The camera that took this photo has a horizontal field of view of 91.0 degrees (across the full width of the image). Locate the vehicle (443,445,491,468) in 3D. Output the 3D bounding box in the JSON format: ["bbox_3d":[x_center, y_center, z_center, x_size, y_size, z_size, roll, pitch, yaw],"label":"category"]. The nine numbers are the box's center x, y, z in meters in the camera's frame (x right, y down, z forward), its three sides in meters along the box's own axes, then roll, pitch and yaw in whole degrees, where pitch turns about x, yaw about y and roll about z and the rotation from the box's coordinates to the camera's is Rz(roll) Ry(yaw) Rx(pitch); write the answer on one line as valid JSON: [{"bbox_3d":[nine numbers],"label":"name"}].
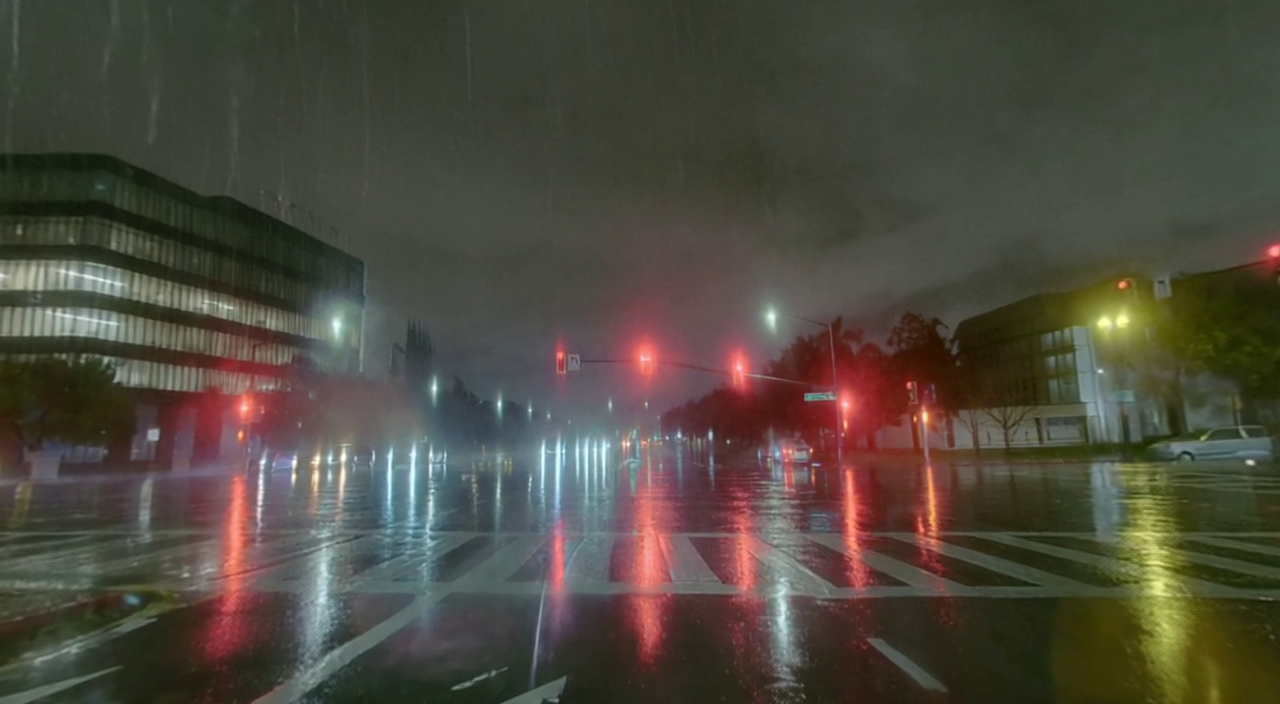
[{"bbox_3d":[-11.637,7.077,42.698,1.911,1.476,4.297,-1,-9,2],"label":"vehicle"}]

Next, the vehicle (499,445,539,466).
[{"bbox_3d":[-8.111,7.004,42.603,1.910,1.321,3.692,0,-9,1],"label":"vehicle"}]

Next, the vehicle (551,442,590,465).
[{"bbox_3d":[-4.529,6.710,41.679,1.954,1.431,4.050,-1,-9,2],"label":"vehicle"}]

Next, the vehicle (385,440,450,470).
[{"bbox_3d":[-15.148,7.033,43.162,2.340,1.946,5.450,0,-9,2],"label":"vehicle"}]

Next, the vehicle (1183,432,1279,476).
[{"bbox_3d":[22.310,3.586,22.235,4.474,1.477,1.908,0,-9,-3],"label":"vehicle"}]

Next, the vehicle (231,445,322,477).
[{"bbox_3d":[-22.583,6.756,39.392,2.032,1.839,4.884,-2,-9,13],"label":"vehicle"}]

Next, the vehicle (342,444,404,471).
[{"bbox_3d":[-18.563,7.341,44.007,2.237,1.801,4.541,0,-9,1],"label":"vehicle"}]
